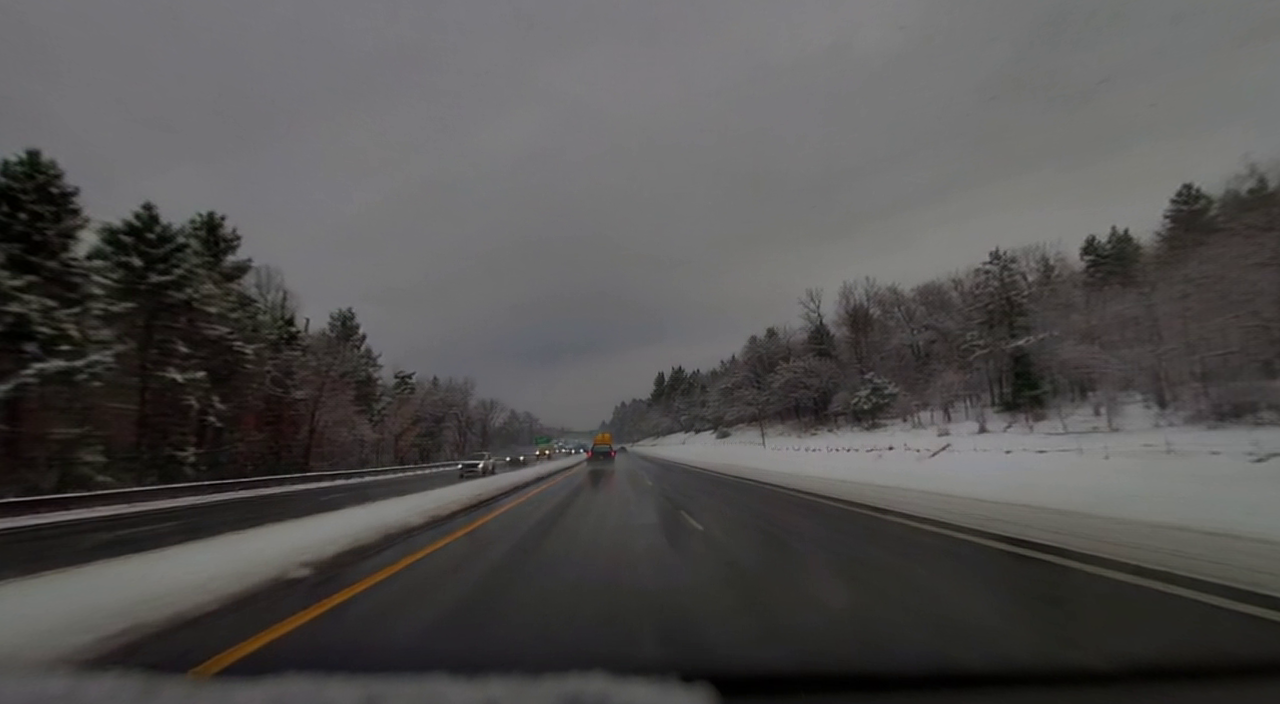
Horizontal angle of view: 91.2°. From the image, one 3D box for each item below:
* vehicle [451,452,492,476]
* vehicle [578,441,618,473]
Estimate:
[{"bbox_3d":[-11.654,7.755,43.639,1.923,1.513,3.904,0,-9,-2],"label":"vehicle"},{"bbox_3d":[-2.341,6.013,36.077,2.168,1.705,4.272,0,-9,-2],"label":"vehicle"}]
